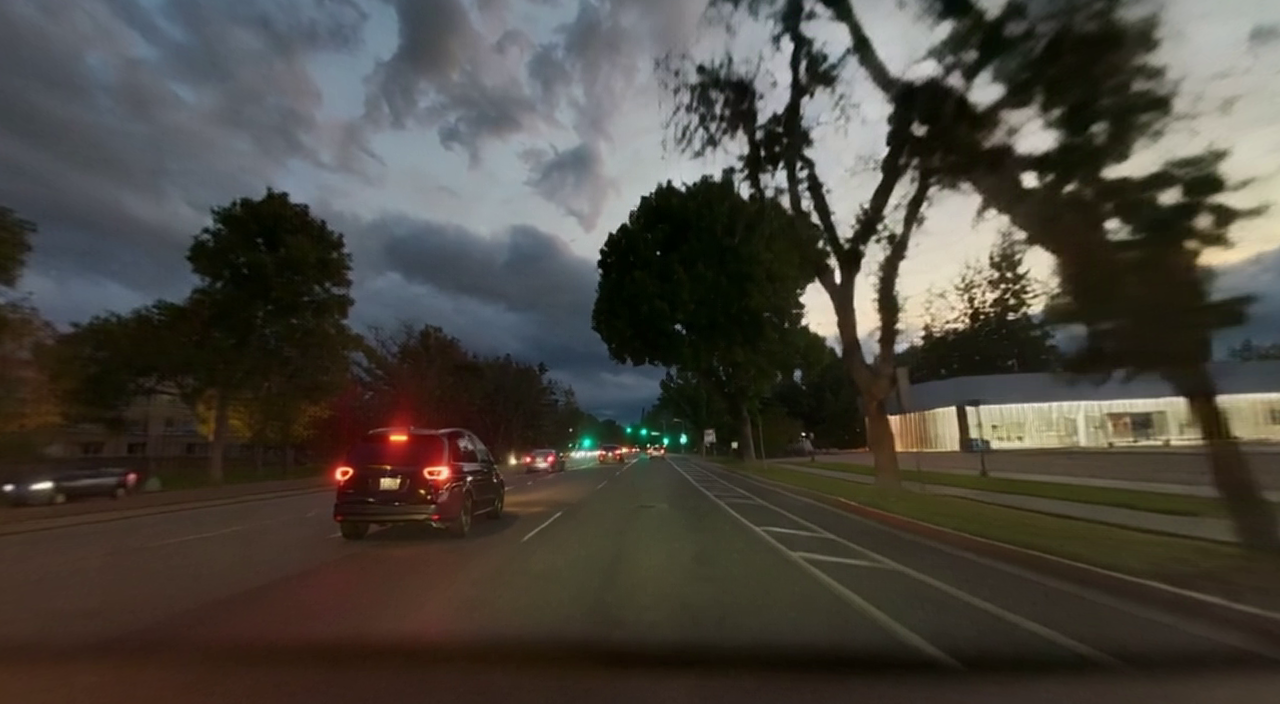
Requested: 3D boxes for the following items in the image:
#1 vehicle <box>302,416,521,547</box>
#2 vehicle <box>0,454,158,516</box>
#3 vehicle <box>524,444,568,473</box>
[{"bbox_3d":[-3.528,2.088,10.814,2.123,1.761,4.322,0,-9,0],"label":"vehicle"},{"bbox_3d":[-22.336,5.020,24.517,2.259,1.943,5.934,0,-8,2],"label":"vehicle"},{"bbox_3d":[-5.820,6.645,39.540,1.985,1.708,4.310,-1,-9,2],"label":"vehicle"}]
